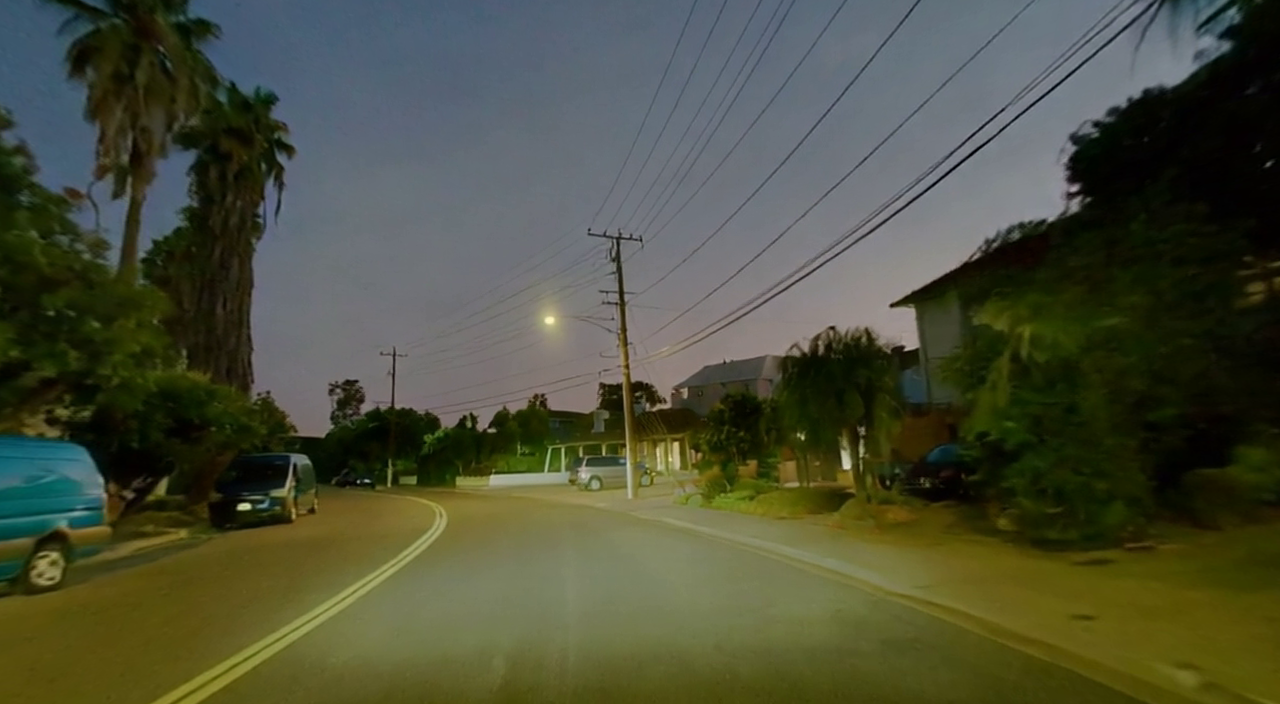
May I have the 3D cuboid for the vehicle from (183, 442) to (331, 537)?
[{"bbox_3d":[-10.815,3.887,18.498,2.552,2.134,6.076,0,-10,-20],"label":"vehicle"}]

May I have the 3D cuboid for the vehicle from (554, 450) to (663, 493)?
[{"bbox_3d":[-1.583,6.118,32.784,5.102,2.040,2.472,6,-10,-32],"label":"vehicle"}]

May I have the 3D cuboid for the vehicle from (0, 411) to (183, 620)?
[{"bbox_3d":[-7.761,1.697,6.256,2.677,2.033,6.011,-1,-14,-9],"label":"vehicle"}]
